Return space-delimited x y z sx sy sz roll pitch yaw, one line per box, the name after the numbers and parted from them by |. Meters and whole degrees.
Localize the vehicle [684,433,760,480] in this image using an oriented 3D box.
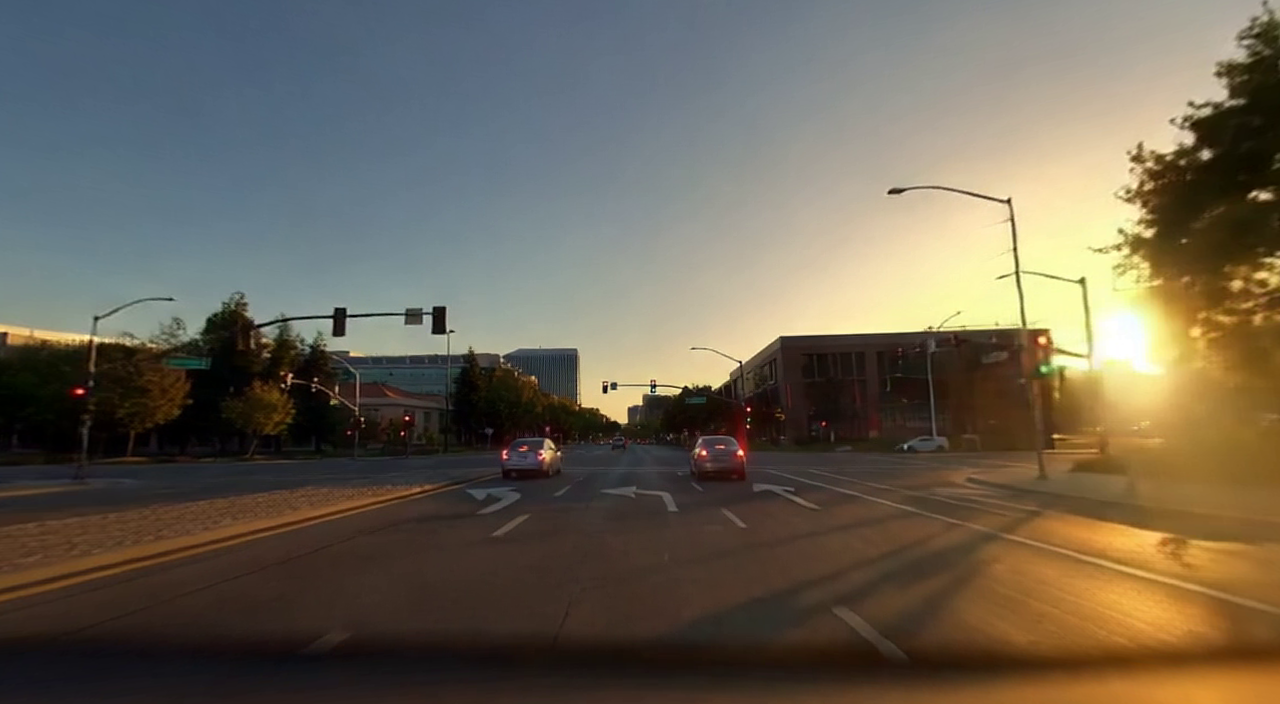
2.875 3.830 23.338 2.130 1.524 4.722 0 -9 -1 | vehicle

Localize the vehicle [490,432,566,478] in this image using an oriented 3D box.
-4.062 3.849 23.742 1.973 1.526 4.533 0 -9 1 | vehicle
